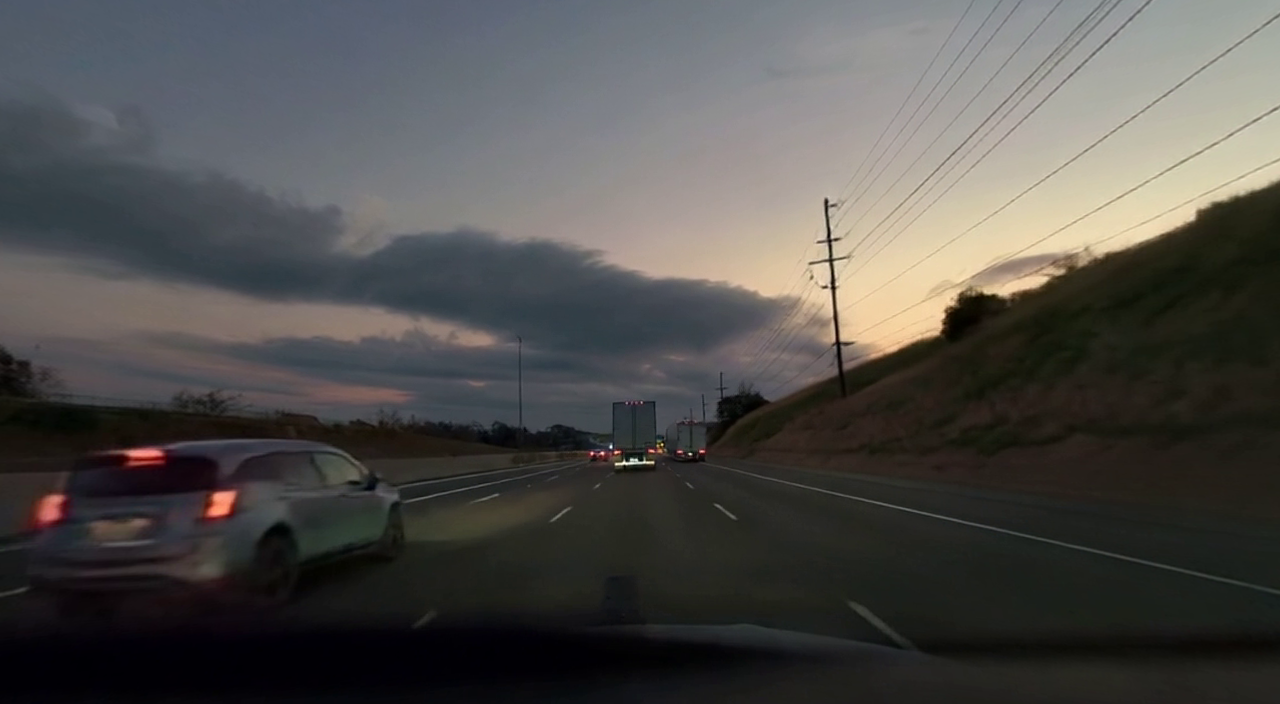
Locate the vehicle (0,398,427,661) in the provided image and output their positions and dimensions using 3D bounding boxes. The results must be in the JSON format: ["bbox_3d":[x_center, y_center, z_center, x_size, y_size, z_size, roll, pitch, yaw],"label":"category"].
[{"bbox_3d":[-3.890,1.467,6.265,2.050,1.679,4.253,0,-9,0],"label":"vehicle"}]

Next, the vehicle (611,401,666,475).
[{"bbox_3d":[-0.075,5.584,40.375,2.985,4.025,10.982,0,-9,0],"label":"vehicle"}]
